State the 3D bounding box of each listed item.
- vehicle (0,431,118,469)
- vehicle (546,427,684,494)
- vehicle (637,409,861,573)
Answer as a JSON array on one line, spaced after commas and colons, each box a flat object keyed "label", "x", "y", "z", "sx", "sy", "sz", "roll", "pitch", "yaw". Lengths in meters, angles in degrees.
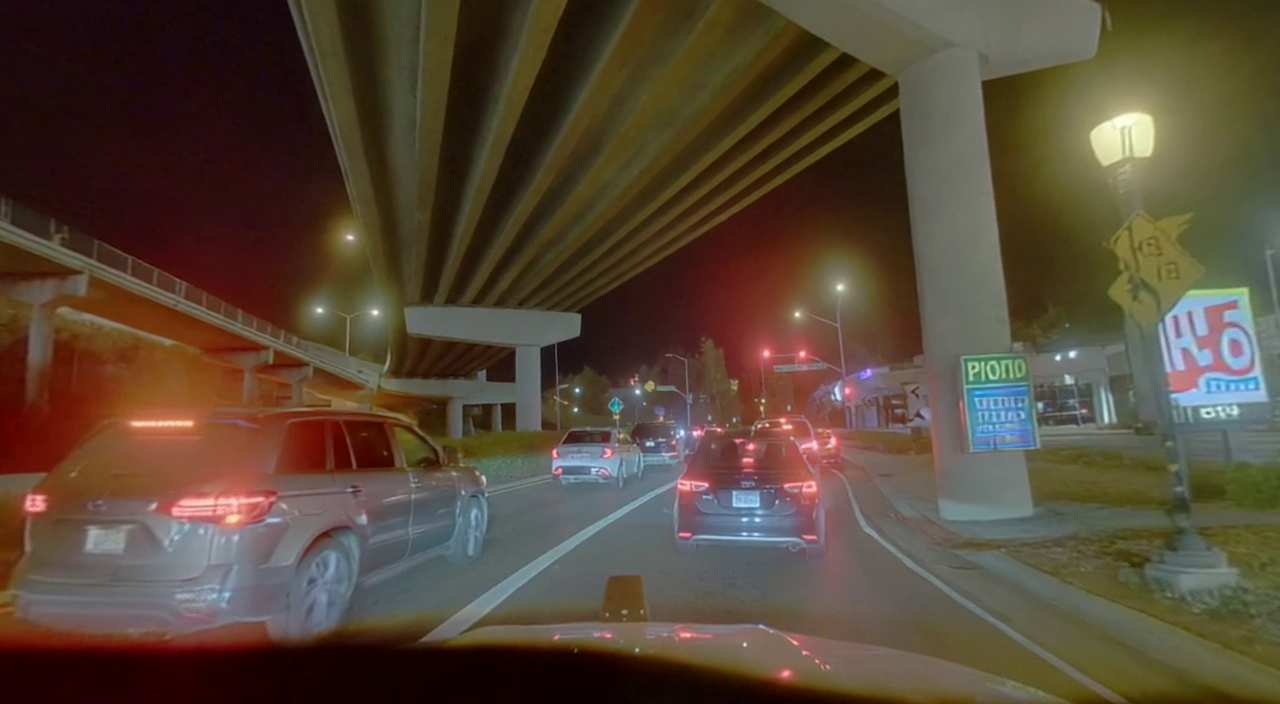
[{"label": "vehicle", "x": -33.221, "y": 5.504, "z": 35.382, "sx": 5.457, "sy": 2.021, "sz": 2.213, "roll": 2, "pitch": -9, "yaw": -14}, {"label": "vehicle", "x": -0.465, "y": 2.851, "z": 16.960, "sx": 2.214, "sy": 1.519, "sz": 4.704, "roll": -3, "pitch": -9, "yaw": 18}, {"label": "vehicle", "x": 1.469, "y": 1.689, "z": 8.487, "sx": 2.195, "sy": 1.571, "sz": 4.353, "roll": -2, "pitch": -9, "yaw": 11}]
